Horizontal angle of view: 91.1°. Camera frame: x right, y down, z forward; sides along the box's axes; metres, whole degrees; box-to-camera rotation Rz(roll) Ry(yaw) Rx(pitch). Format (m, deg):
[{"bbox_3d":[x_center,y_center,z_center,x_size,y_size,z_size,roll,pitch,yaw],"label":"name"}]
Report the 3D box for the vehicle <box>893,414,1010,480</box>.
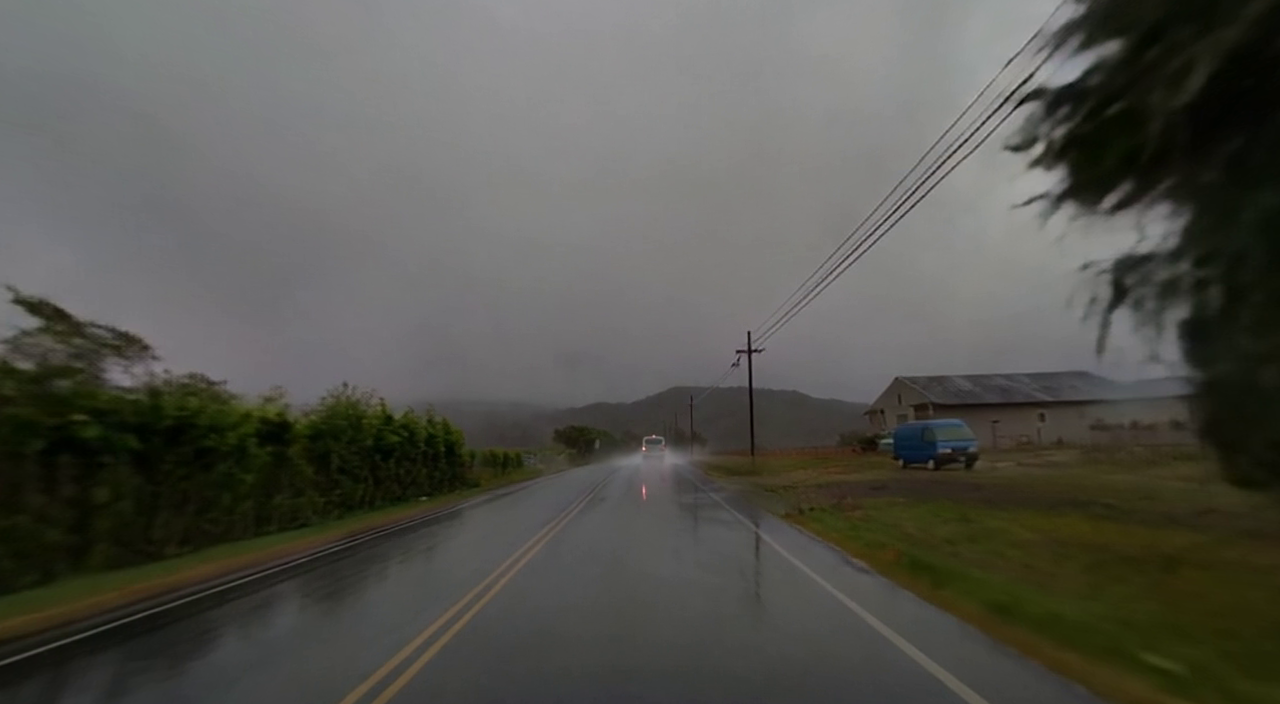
[{"bbox_3d":[10.765,3.312,22.143,2.077,1.919,4.690,-5,-8,7],"label":"vehicle"}]
